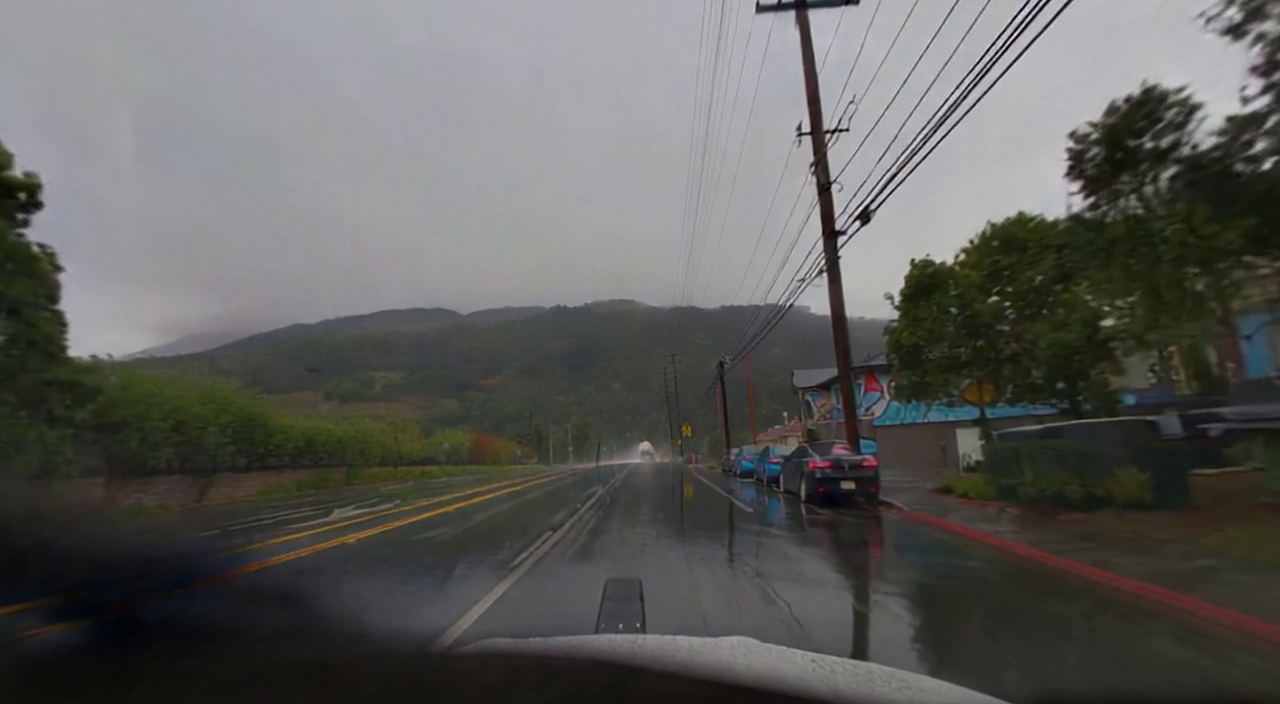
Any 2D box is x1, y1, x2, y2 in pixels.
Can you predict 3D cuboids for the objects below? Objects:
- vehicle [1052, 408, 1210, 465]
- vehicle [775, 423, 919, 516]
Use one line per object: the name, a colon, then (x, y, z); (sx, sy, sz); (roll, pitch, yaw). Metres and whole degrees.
vehicle: (16.569, 2.981, 21.675); (1.837, 1.533, 4.388); (-6, -11, 1)
vehicle: (5.266, 3.117, 16.870); (2.072, 1.889, 4.468); (-7, -10, -2)
